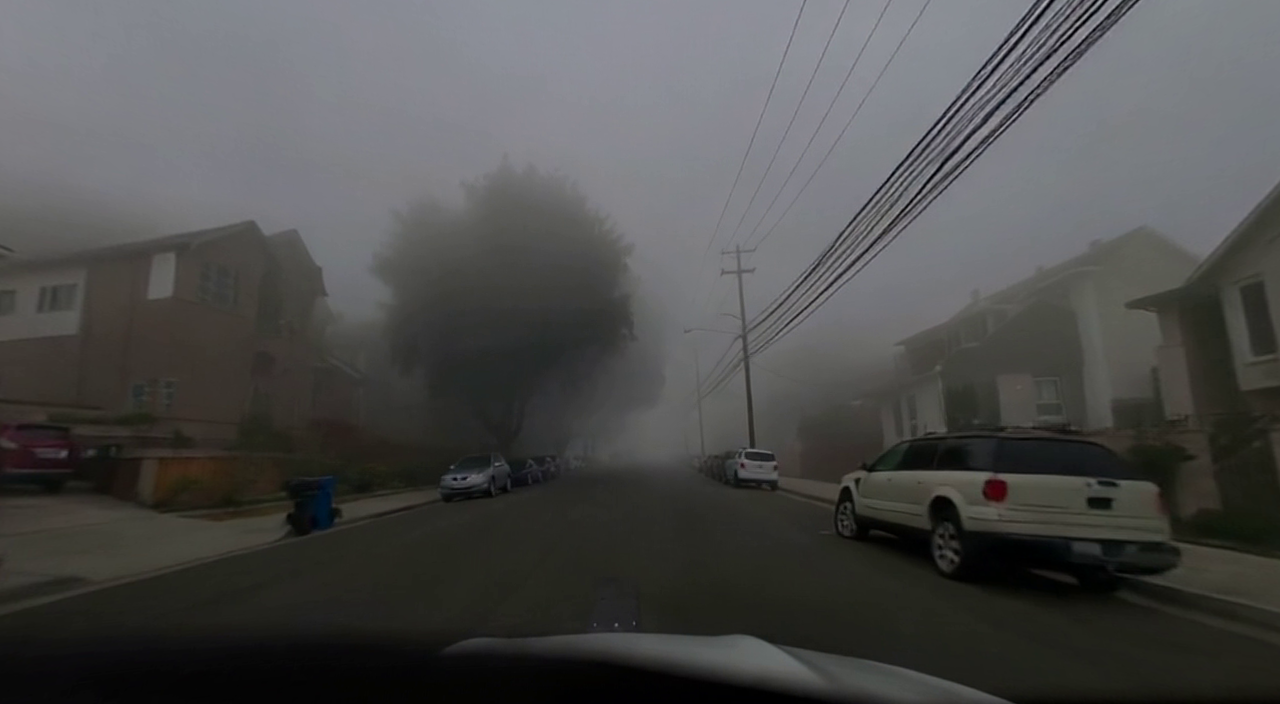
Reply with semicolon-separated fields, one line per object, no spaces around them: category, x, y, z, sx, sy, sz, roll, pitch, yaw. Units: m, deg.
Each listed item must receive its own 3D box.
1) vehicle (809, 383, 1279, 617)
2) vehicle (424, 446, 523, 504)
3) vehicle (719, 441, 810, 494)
vehicle;4.421;1.746;8.574;2.547;2.075;5.693;0;-9;-1
vehicle;-5.215;3.892;20.474;1.971;1.648;4.638;0;-9;0
vehicle;4.896;4.663;26.028;2.462;1.894;6.076;0;-9;0
